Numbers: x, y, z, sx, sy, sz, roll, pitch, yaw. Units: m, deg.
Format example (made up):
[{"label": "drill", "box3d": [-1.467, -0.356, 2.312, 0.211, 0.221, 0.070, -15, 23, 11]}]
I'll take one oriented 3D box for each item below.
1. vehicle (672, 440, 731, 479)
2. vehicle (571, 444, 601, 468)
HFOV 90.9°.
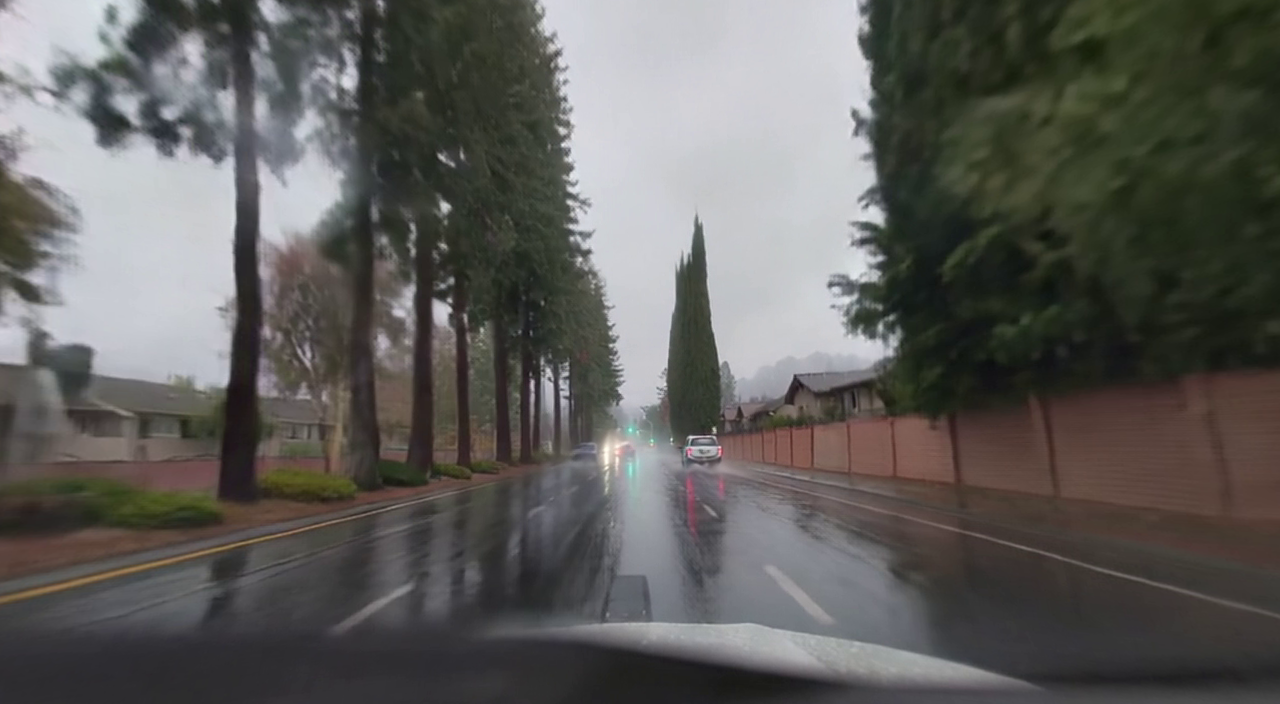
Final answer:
[{"label": "vehicle", "box3d": [2.884, 5.165, 30.604, 2.321, 1.695, 5.037, 0, -8, 0]}, {"label": "vehicle", "box3d": [-4.224, 8.132, 49.655, 2.002, 1.747, 4.728, 0, -8, -1]}]
